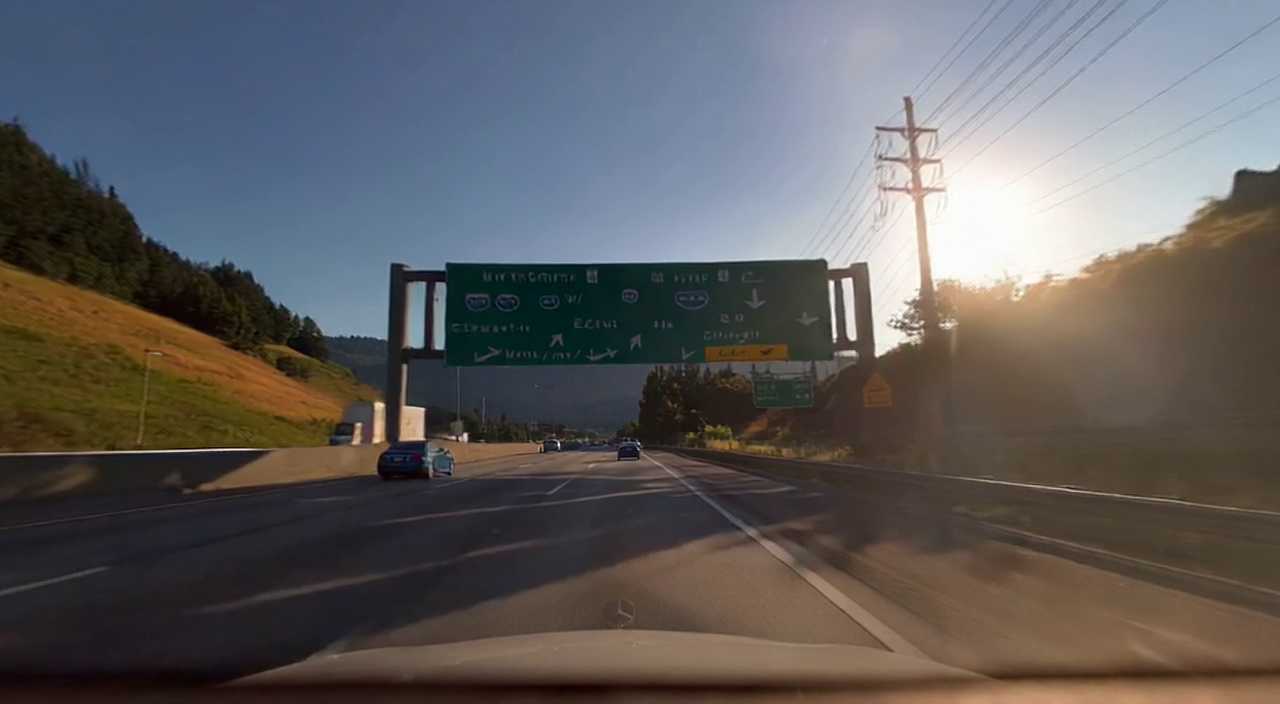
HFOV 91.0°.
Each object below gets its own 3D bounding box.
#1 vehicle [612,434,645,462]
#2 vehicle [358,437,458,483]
[{"bbox_3d":[-0.761,6.272,41.172,2.040,1.715,3.906,0,-8,-1],"label":"vehicle"},{"bbox_3d":[-8.090,3.789,22.433,1.949,1.428,4.408,0,-8,-1],"label":"vehicle"}]
